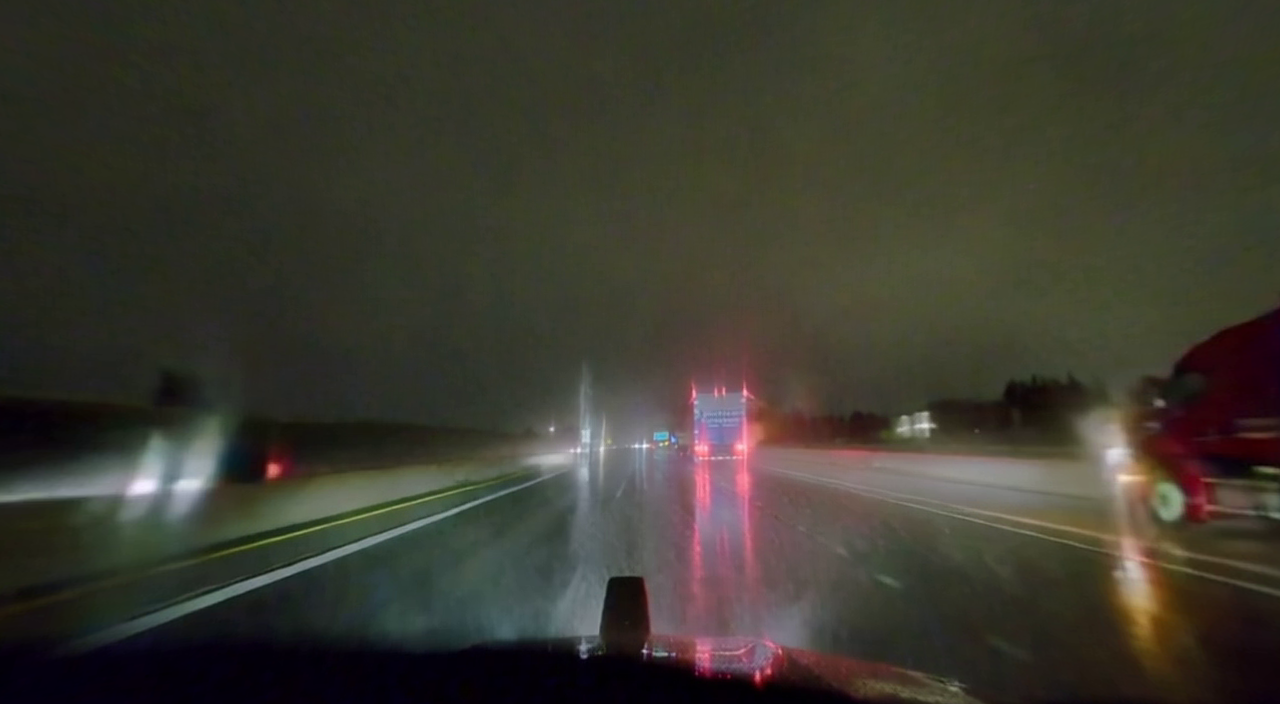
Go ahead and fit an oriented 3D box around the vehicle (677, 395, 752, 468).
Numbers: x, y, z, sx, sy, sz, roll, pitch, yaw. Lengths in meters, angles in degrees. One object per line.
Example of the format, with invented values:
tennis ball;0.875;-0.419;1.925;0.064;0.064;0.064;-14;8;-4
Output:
vehicle;4.746;5.641;44.022;3.187;4.197;15.004;0;-8;-1

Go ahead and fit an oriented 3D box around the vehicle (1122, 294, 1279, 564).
vehicle;7.768;0.541;4.691;2.474;2.730;7.349;0;-8;0

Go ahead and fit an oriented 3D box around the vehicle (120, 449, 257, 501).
vehicle;-15.317;4.149;21.638;1.746;1.518;3.857;-1;-8;2
